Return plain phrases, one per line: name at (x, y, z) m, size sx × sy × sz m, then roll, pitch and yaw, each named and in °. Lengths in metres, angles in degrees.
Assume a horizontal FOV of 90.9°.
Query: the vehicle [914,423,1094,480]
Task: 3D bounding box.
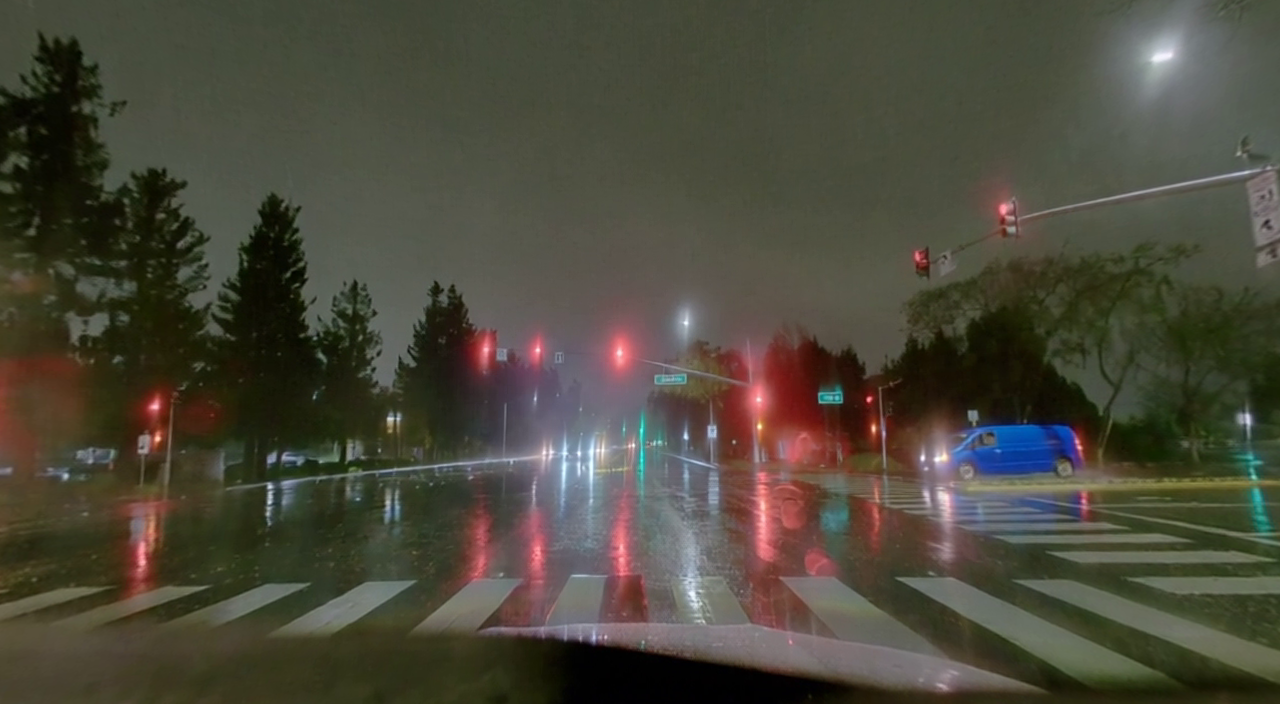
vehicle at (12.097, 3.320, 21.190) m, size 4.790 × 1.798 × 1.909 m, roll 0°, pitch -8°, yaw 1°
